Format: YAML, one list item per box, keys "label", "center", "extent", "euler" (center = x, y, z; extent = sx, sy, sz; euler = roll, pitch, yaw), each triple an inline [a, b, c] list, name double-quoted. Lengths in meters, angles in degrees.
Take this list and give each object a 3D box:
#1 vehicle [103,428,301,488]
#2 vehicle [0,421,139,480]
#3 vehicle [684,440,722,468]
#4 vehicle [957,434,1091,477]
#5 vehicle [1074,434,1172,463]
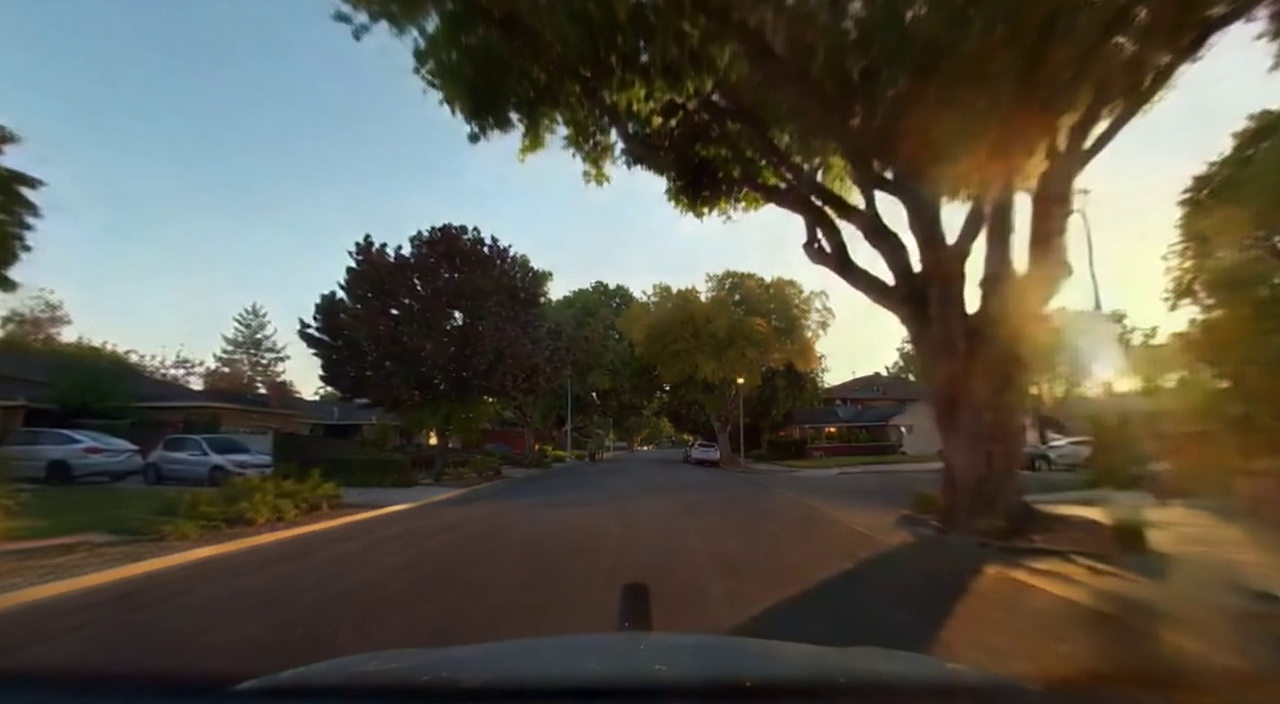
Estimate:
- label: "vehicle"
  center: [-13.198, 3.213, 19.232]
  extent: [4.543, 1.691, 1.957]
  euler: [0, -8, 0]
- label: "vehicle"
  center: [-18.488, 3.000, 19.309]
  extent: [4.530, 1.678, 1.994]
  euler: [0, -8, 2]
- label: "vehicle"
  center: [4.193, 6.855, 42.638]
  extent: [2.046, 1.760, 4.570]
  euler: [0, -8, -1]
- label: "vehicle"
  center: [17.648, 4.786, 29.197]
  extent: [4.681, 1.810, 2.249]
  euler: [-2, -8, 5]
- label: "vehicle"
  center: [27.868, 5.586, 36.619]
  extent: [2.009, 1.538, 4.676]
  euler: [0, -8, 0]
